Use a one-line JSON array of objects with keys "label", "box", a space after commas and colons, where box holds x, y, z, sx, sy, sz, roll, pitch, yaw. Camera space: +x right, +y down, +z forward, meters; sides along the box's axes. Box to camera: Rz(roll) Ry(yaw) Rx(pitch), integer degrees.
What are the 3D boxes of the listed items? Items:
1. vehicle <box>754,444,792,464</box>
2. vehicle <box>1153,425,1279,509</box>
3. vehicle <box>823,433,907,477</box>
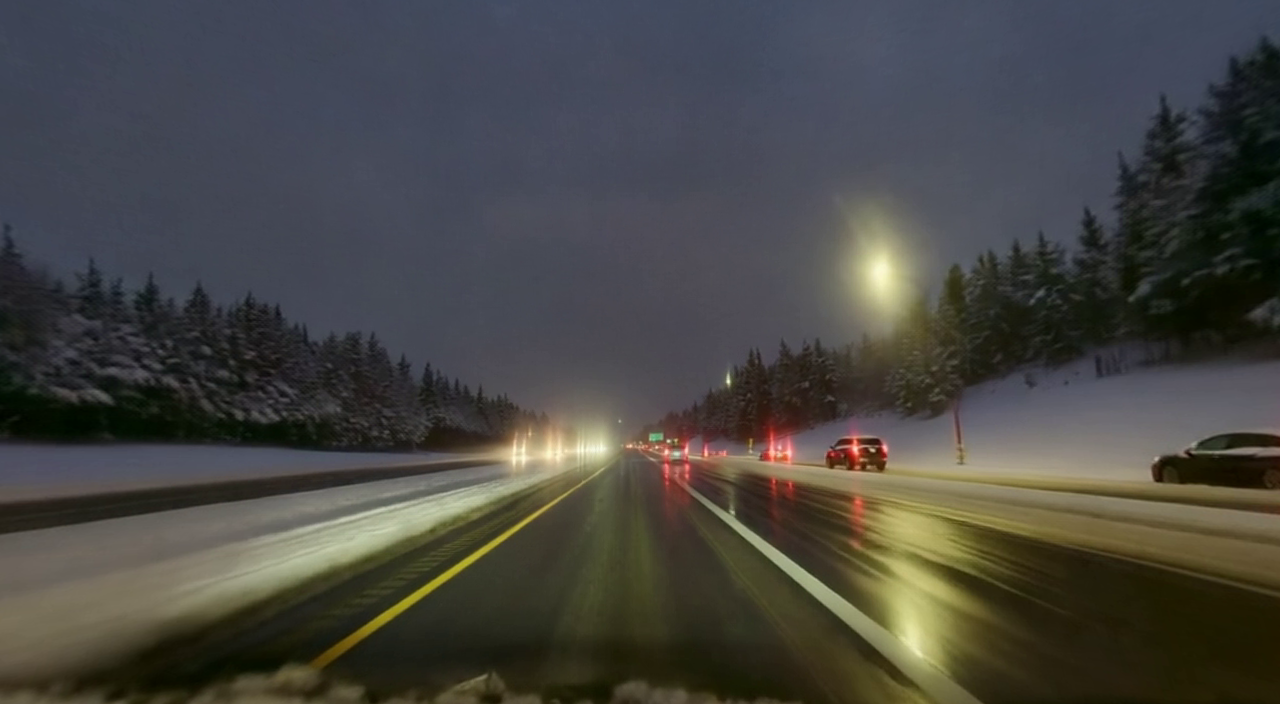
[{"label": "vehicle", "box": [10.449, 8.014, 49.838, 1.931, 1.479, 4.183, 0, -9, -2]}, {"label": "vehicle", "box": [14.076, 2.484, 13.787, 1.957, 1.709, 4.387, 0, -9, -1]}, {"label": "vehicle", "box": [10.236, 4.720, 29.118, 2.098, 1.820, 4.505, 0, -9, -1]}]
